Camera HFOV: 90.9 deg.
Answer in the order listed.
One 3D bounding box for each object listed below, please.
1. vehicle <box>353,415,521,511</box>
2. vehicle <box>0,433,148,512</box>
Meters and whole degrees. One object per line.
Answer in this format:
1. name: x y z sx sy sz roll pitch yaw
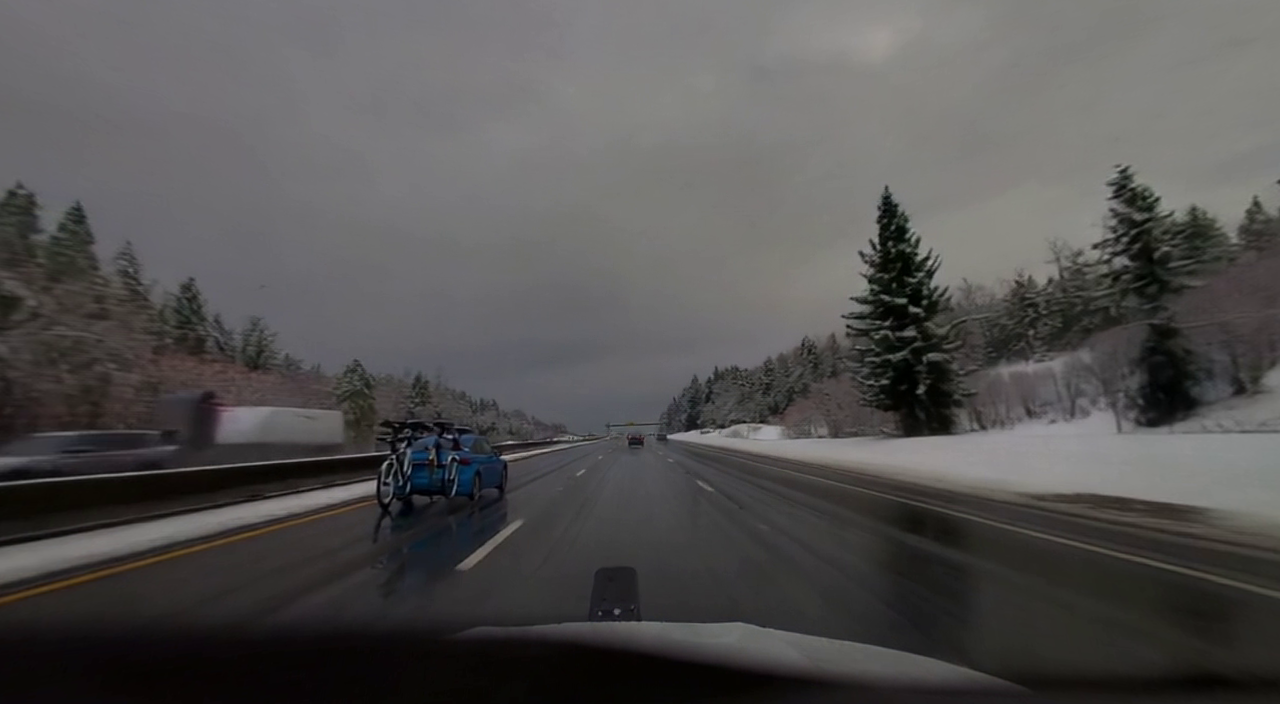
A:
1. vehicle: -3.948 2.221 13.188 2.064 1.647 4.381 0 -8 0
2. vehicle: -12.956 2.428 13.057 1.900 1.462 4.525 0 -8 -1
